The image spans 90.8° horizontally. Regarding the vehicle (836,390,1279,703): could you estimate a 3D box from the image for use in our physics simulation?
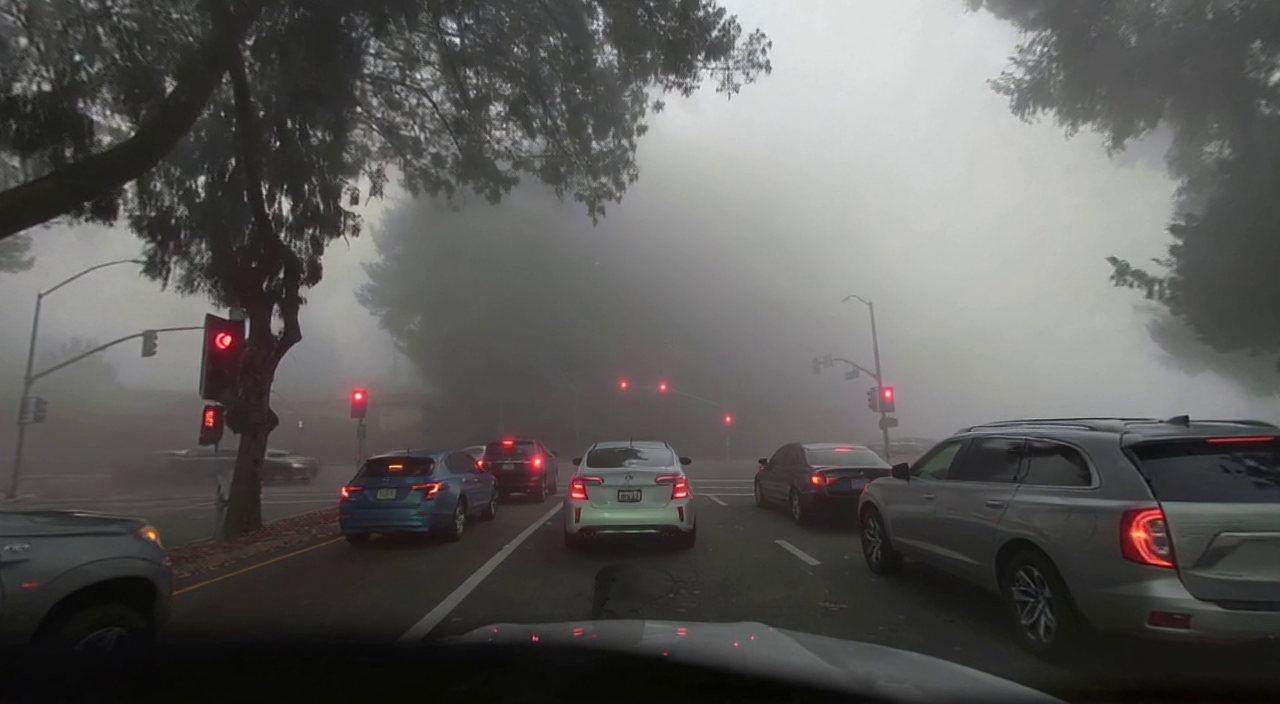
[{"bbox_3d":[3.386,1.302,5.418,1.933,1.564,4.600,0,-8,0],"label":"vehicle"}]

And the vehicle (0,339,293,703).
[{"bbox_3d":[-3.663,0.832,2.535,2.047,1.764,4.369,0,-8,0],"label":"vehicle"}]

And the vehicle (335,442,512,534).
[{"bbox_3d":[-3.913,2.501,12.335,1.919,1.459,4.371,0,-8,0],"label":"vehicle"}]

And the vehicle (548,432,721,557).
[{"bbox_3d":[-0.079,2.003,9.595,2.061,1.470,3.970,0,-8,0],"label":"vehicle"}]

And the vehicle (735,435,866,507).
[{"bbox_3d":[3.640,2.774,15.244,1.922,1.472,4.440,0,-8,-1],"label":"vehicle"}]

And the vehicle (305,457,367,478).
[{"bbox_3d":[-22.639,8.597,47.025,4.149,1.433,1.590,-3,-9,20],"label":"vehicle"}]
